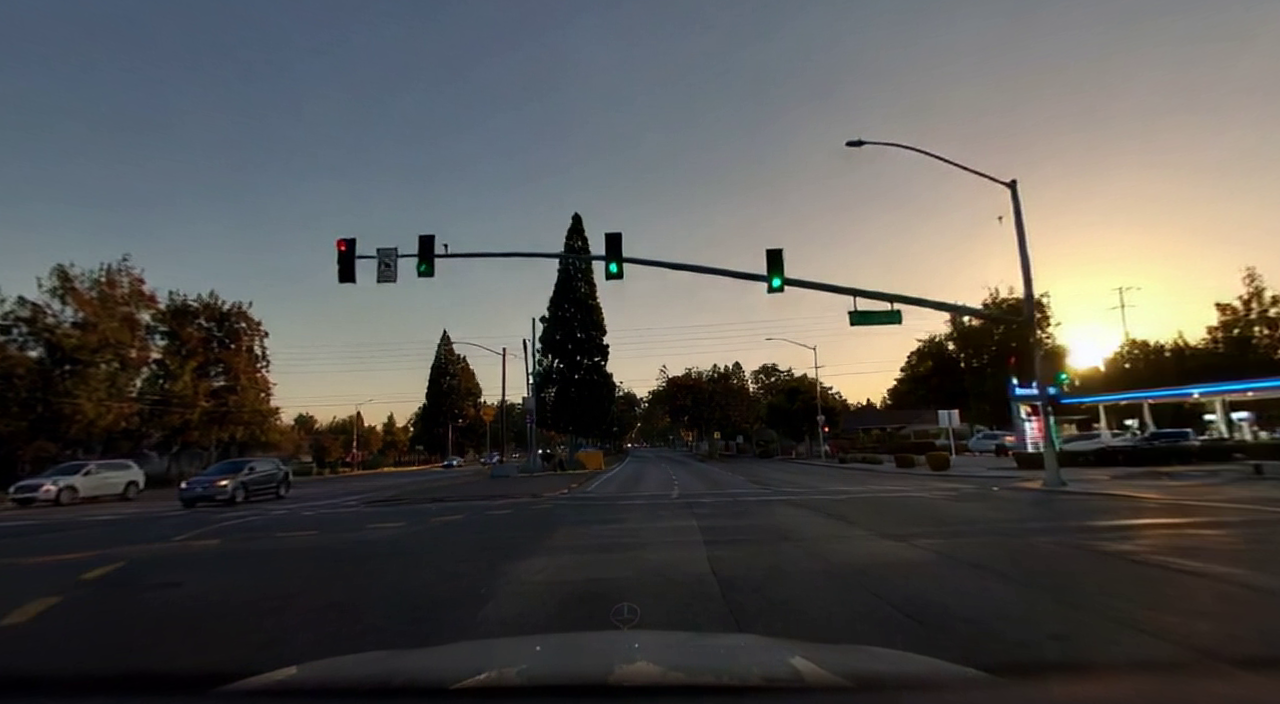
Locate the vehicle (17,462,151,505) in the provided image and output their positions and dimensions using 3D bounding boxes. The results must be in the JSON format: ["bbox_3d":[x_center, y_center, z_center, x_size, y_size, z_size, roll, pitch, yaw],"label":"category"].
[{"bbox_3d":[-24.906,5.861,28.567,2.098,1.684,4.388,0,-9,-2],"label":"vehicle"}]

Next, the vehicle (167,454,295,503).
[{"bbox_3d":[-15.326,4.727,24.026,2.053,1.598,4.336,0,-9,-2],"label":"vehicle"}]
